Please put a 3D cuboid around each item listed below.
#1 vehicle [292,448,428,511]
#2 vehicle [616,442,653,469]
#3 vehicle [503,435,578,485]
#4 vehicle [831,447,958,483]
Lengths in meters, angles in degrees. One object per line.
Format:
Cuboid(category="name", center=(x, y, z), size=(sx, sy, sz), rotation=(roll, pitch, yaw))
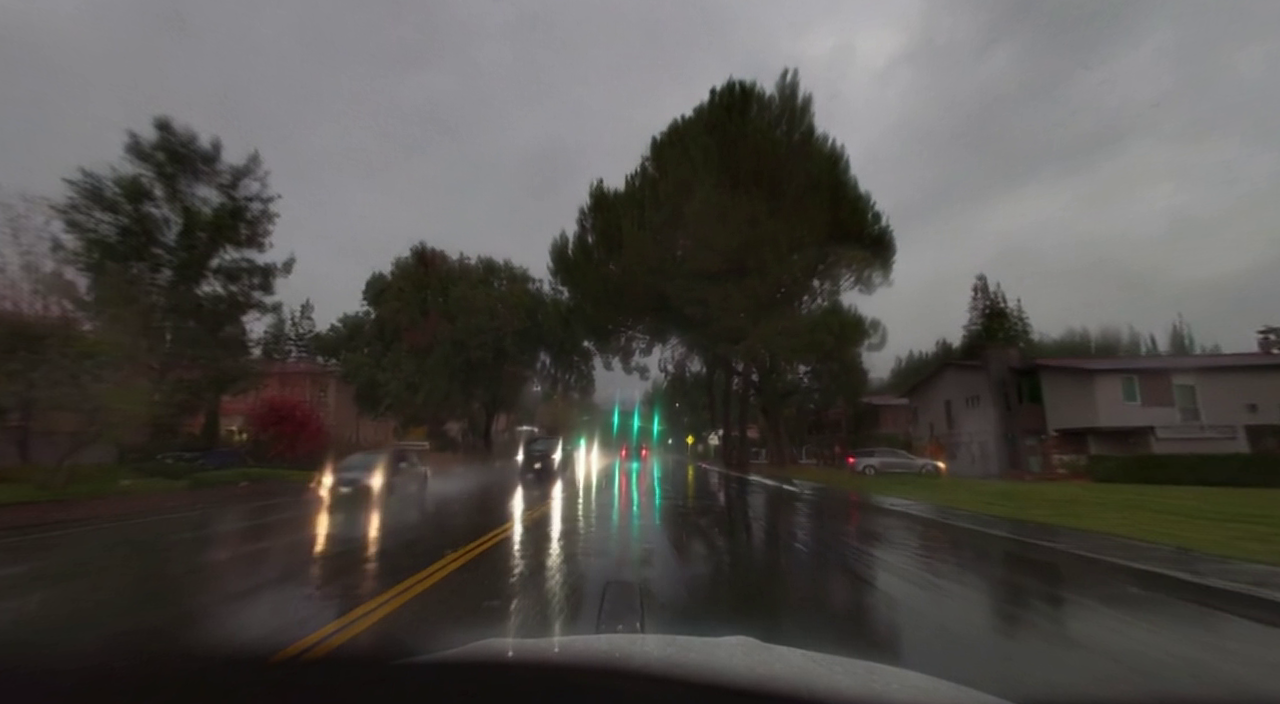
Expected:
Cuboid(category="vehicle", center=(-7.441, 3.398, 17.262), size=(1.961, 1.510, 3.827), rotation=(0, -9, 0))
Cuboid(category="vehicle", center=(-0.325, 7.684, 46.950), size=(2.554, 1.902, 5.329), rotation=(0, -9, 1))
Cuboid(category="vehicle", center=(-4.232, 4.723, 27.827), size=(2.429, 1.953, 5.345), rotation=(-1, -9, 0))
Cuboid(category="vehicle", center=(11.034, 4.896, 27.605), size=(4.697, 1.462, 1.881), rotation=(0, -8, -2))
